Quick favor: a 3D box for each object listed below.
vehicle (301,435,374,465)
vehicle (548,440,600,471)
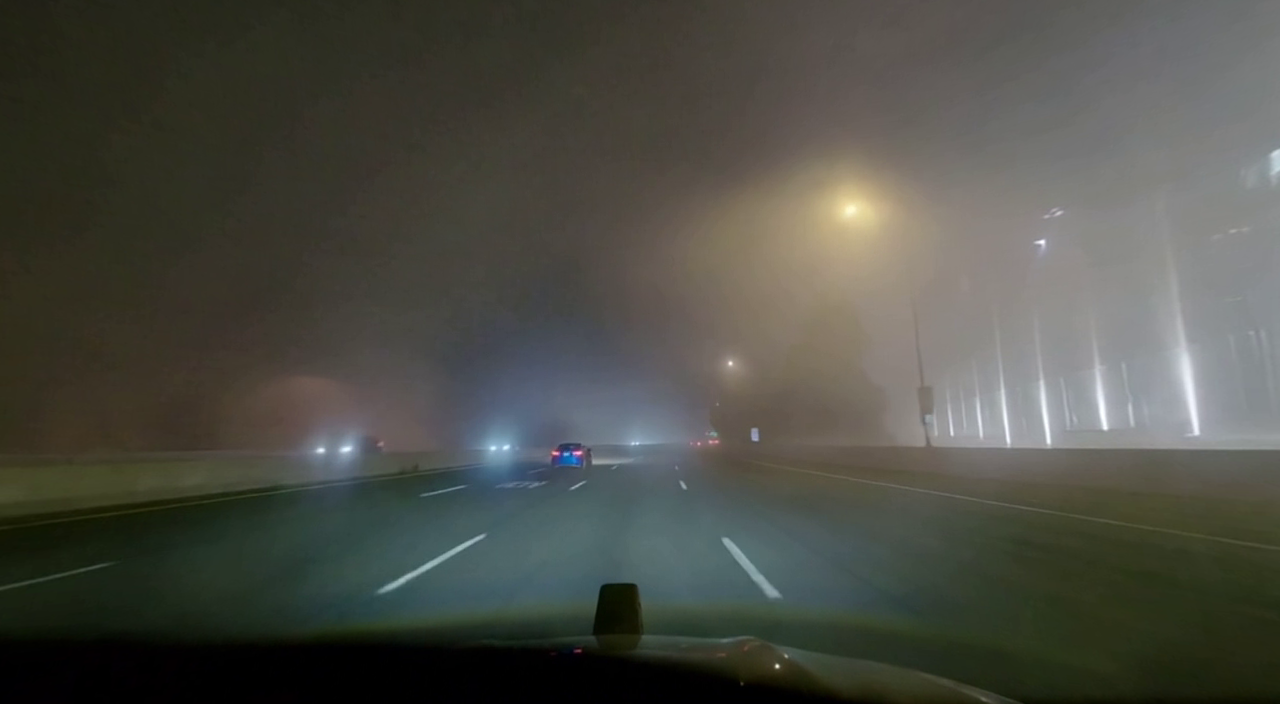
[{"bbox_3d":[-19.424,6.335,40.903,2.062,1.795,4.950,-1,-8,3],"label":"vehicle"},{"bbox_3d":[-3.491,5.578,34.318,2.087,1.566,4.756,-1,-8,3],"label":"vehicle"}]
